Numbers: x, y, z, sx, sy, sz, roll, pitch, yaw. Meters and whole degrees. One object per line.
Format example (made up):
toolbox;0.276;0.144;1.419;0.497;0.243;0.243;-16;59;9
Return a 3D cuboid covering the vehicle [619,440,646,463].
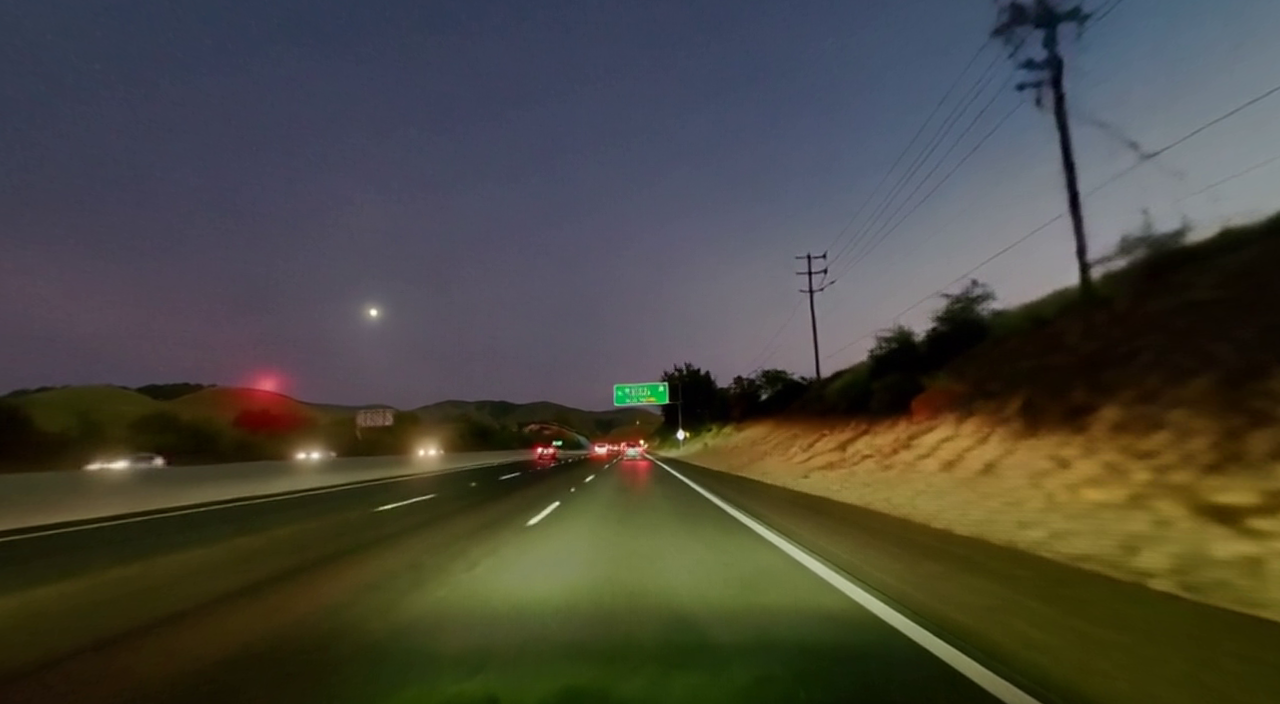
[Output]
vehicle;-0.605;7.834;49.995;2.063;1.715;4.299;0;-8;-1

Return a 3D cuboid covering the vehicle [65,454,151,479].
vehicle;-36.452;7.821;43.439;1.839;1.424;4.645;0;-8;1
